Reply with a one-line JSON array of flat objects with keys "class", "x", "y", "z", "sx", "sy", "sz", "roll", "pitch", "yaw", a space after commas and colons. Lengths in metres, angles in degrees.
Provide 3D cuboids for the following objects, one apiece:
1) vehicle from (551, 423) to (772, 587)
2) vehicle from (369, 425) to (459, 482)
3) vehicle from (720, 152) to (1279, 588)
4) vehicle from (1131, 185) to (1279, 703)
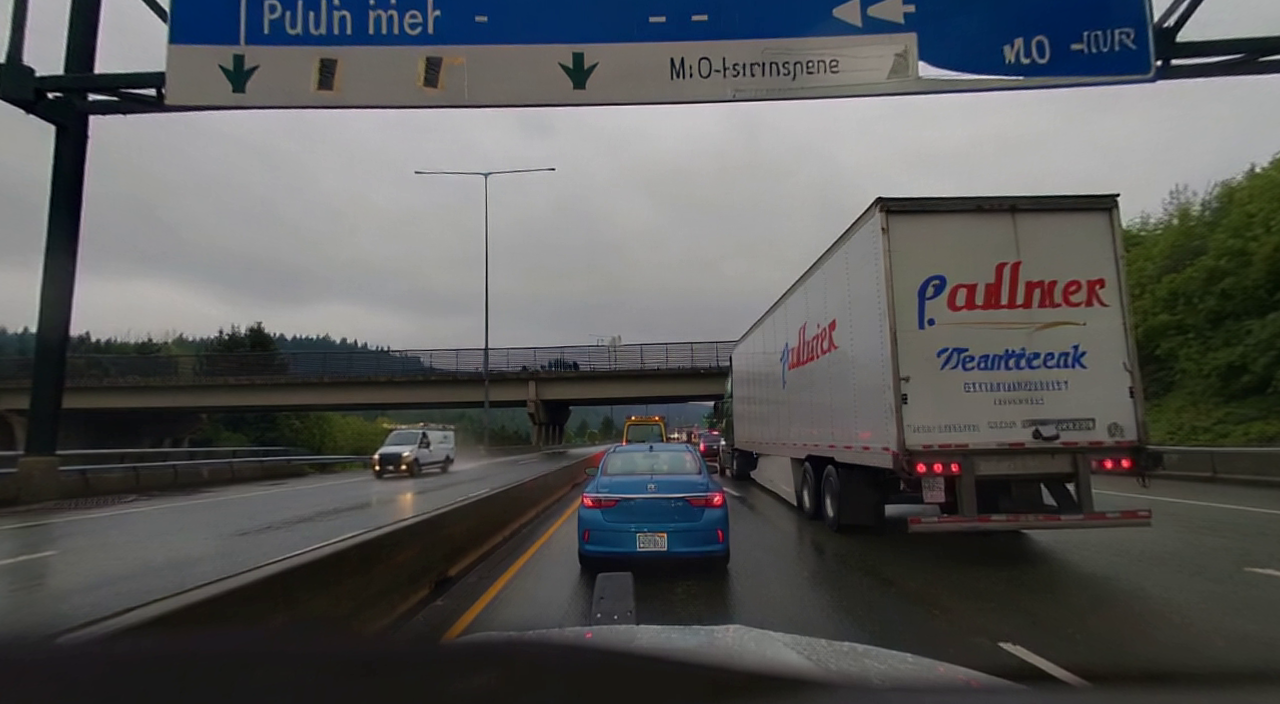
[{"class": "vehicle", "x": 0.182, "y": 1.679, "z": 7.714, "sx": 2.045, "sy": 1.490, "sz": 3.597, "roll": -1, "pitch": -8, "yaw": 0}, {"class": "vehicle", "x": -12.302, "y": 5.540, "z": 34.897, "sx": 2.524, "sy": 2.800, "sz": 6.564, "roll": -1, "pitch": -8, "yaw": 0}, {"class": "vehicle", "x": 4.198, "y": 1.062, "z": 12.966, "sx": 2.827, "sy": 4.081, "sz": 14.305, "roll": 0, "pitch": -8, "yaw": -1}, {"class": "vehicle", "x": 4.734, "y": 0.112, "z": 0.654, "sx": 2.892, "sy": 2.615, "sz": 6.650, "roll": 0, "pitch": -8, "yaw": -2}]
